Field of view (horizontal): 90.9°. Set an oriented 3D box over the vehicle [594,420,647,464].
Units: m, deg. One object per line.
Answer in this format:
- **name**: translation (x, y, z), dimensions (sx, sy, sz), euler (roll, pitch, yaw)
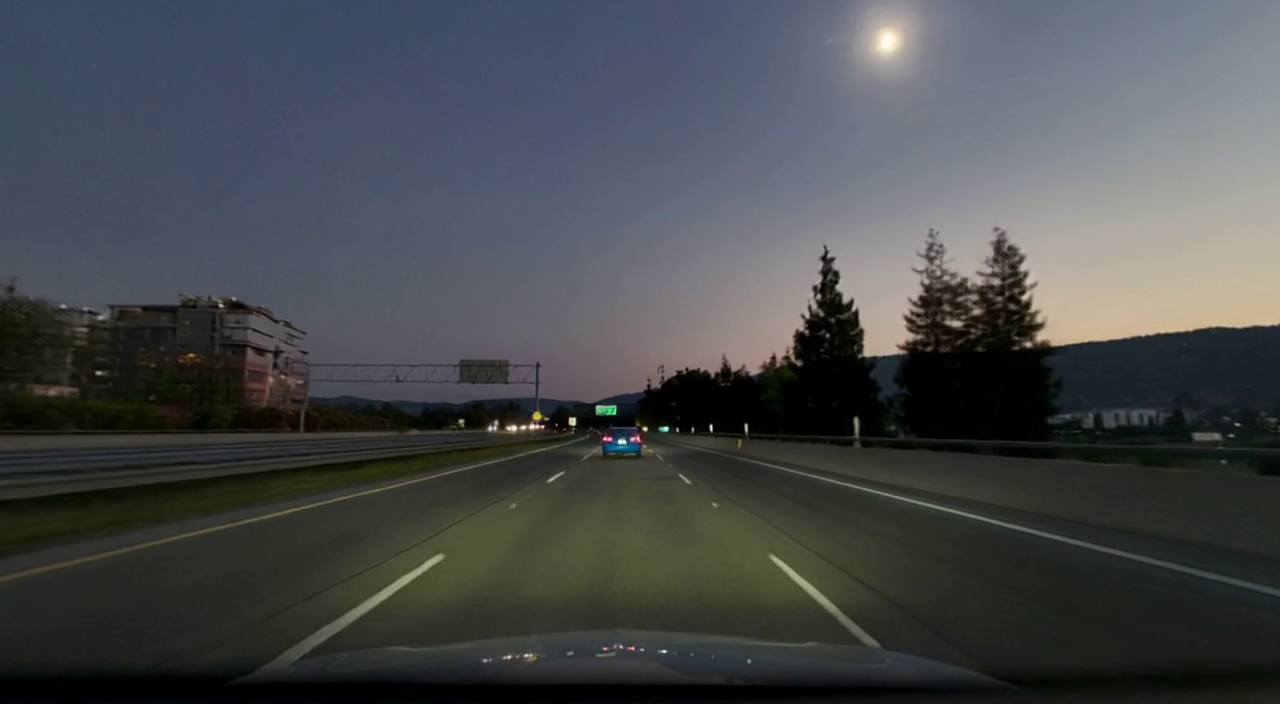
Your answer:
- **vehicle**: translation (-0.784, 3.681, 25.904), dimensions (2.020, 1.633, 3.942), euler (0, -7, -2)
